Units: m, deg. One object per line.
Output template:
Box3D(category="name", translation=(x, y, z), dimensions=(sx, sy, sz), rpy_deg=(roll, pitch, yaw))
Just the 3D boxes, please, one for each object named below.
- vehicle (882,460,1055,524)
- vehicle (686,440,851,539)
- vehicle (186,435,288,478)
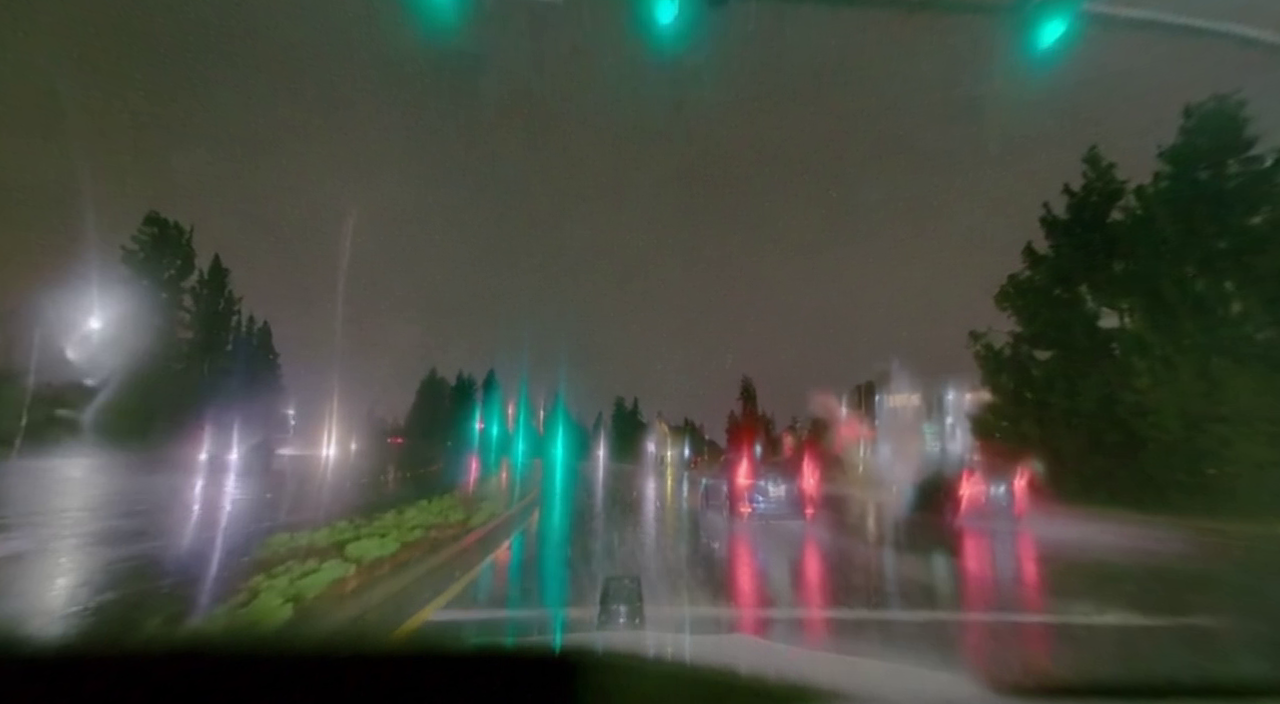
Box3D(category="vehicle", translation=(8.784, 3.759, 17.489), dimensions=(1.940, 1.460, 4.652), rpy_deg=(1, -9, -6))
Box3D(category="vehicle", translation=(2.362, 2.716, 13.046), dimensions=(2.122, 1.646, 4.525), rpy_deg=(1, -9, -5))
Box3D(category="vehicle", translation=(-16.331, 4.272, 25.899), dimensions=(2.206, 1.583, 4.539), rpy_deg=(3, -10, -16))
